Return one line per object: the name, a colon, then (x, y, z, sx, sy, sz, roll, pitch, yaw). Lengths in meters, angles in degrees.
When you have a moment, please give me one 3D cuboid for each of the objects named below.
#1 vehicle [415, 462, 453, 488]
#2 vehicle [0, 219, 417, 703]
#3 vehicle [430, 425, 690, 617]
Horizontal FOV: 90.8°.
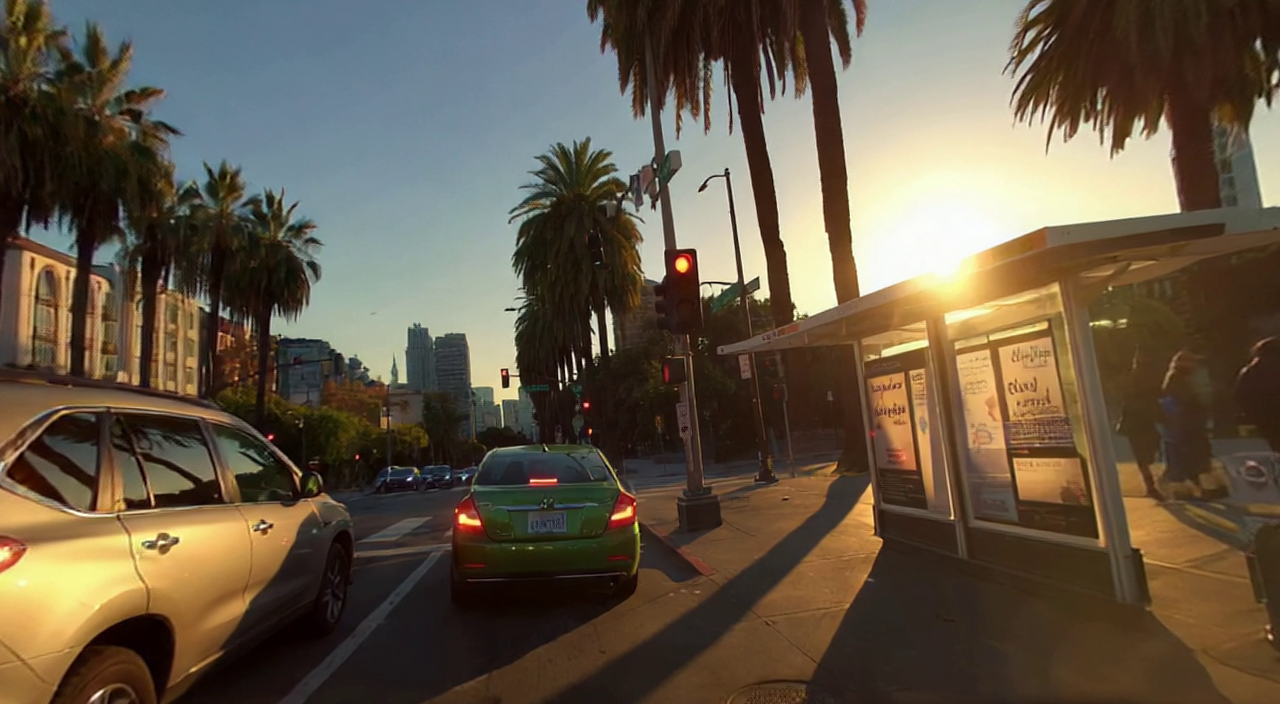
vehicle: (-14.624, 8.687, 44.982, 1.964, 1.642, 4.085, 1, -9, -10)
vehicle: (-2.763, 0.907, 3.219, 2.098, 1.851, 4.571, 1, -9, -7)
vehicle: (-1.024, 1.650, 7.238, 2.065, 1.467, 4.289, 2, -9, -11)
